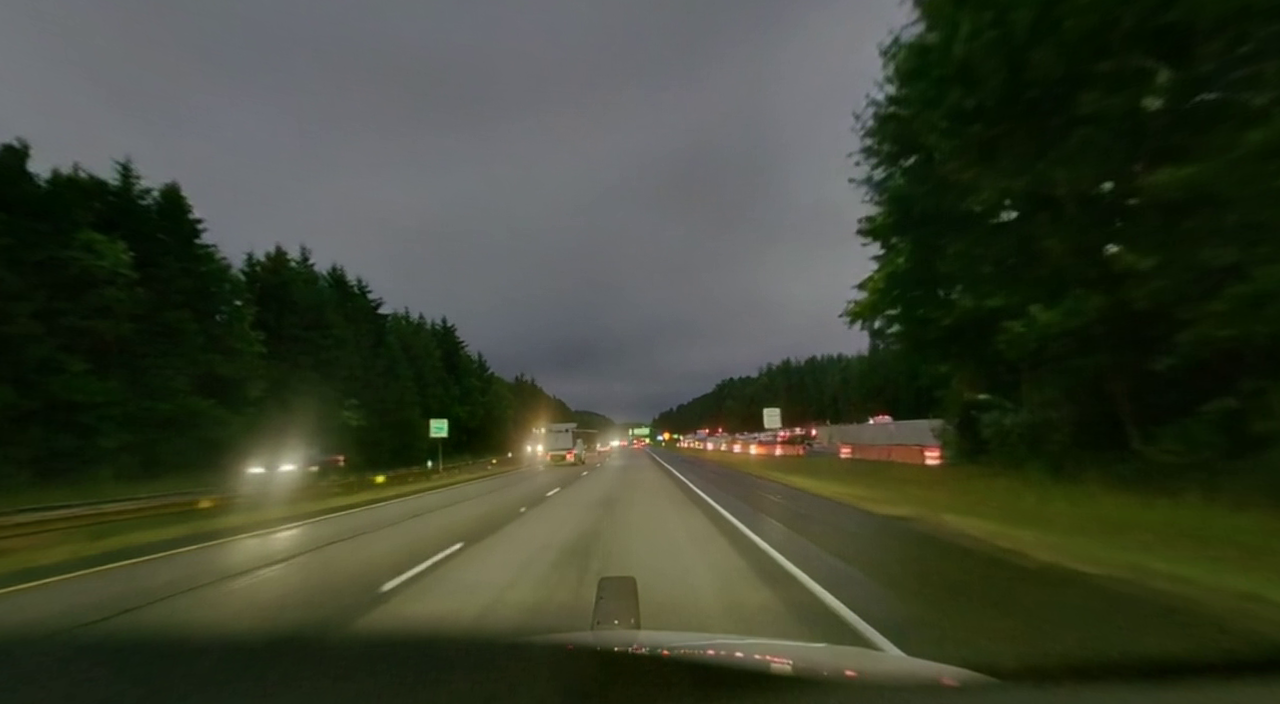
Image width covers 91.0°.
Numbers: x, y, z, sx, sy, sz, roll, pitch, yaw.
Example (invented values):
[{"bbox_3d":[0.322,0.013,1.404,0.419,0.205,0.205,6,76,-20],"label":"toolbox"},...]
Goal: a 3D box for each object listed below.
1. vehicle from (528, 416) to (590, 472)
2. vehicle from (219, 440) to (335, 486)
[{"bbox_3d":[-4.077,4.778,32.805,2.484,2.625,5.907,0,-8,0],"label":"vehicle"},{"bbox_3d":[-16.977,5.184,29.845,2.242,1.934,5.464,-1,-8,0],"label":"vehicle"}]
